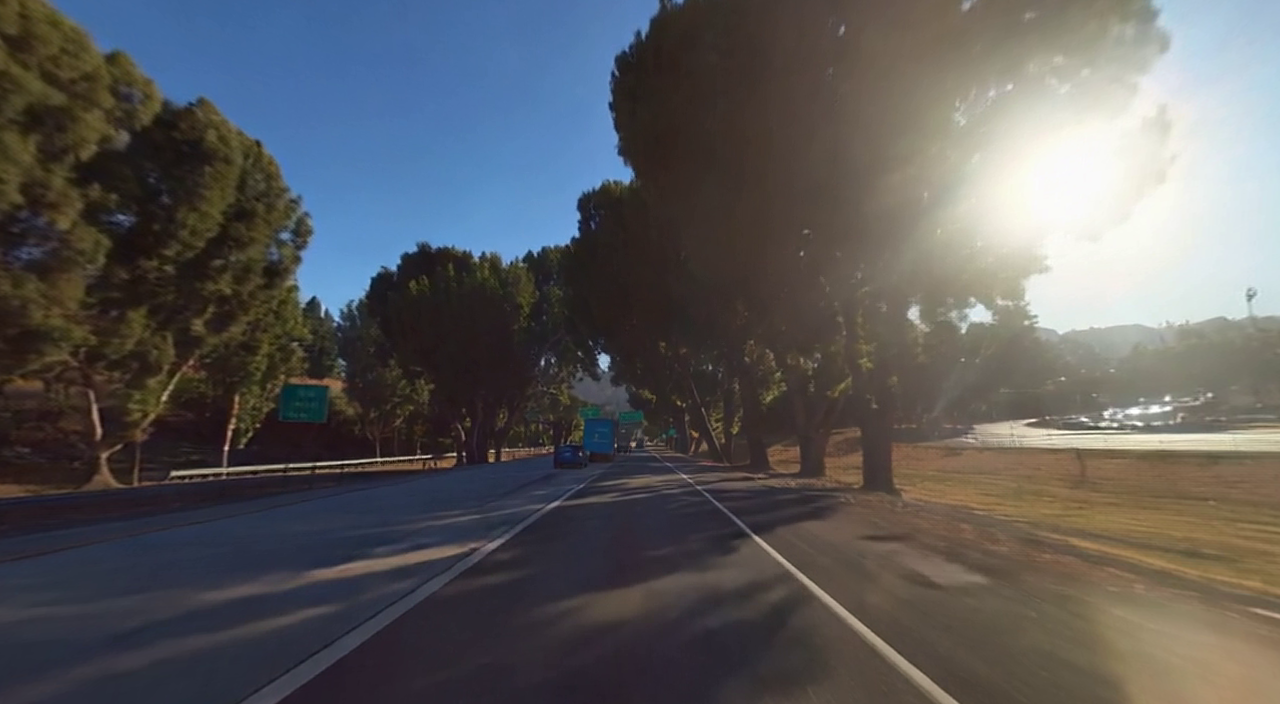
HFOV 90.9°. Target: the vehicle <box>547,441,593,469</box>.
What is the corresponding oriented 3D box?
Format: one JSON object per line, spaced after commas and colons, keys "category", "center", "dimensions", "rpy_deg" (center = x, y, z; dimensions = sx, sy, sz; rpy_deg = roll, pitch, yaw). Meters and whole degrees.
{"category": "vehicle", "center": [-3.831, 5.699, 35.218], "dimensions": [2.005, 1.462, 4.345], "rpy_deg": [0, -8, 1]}
